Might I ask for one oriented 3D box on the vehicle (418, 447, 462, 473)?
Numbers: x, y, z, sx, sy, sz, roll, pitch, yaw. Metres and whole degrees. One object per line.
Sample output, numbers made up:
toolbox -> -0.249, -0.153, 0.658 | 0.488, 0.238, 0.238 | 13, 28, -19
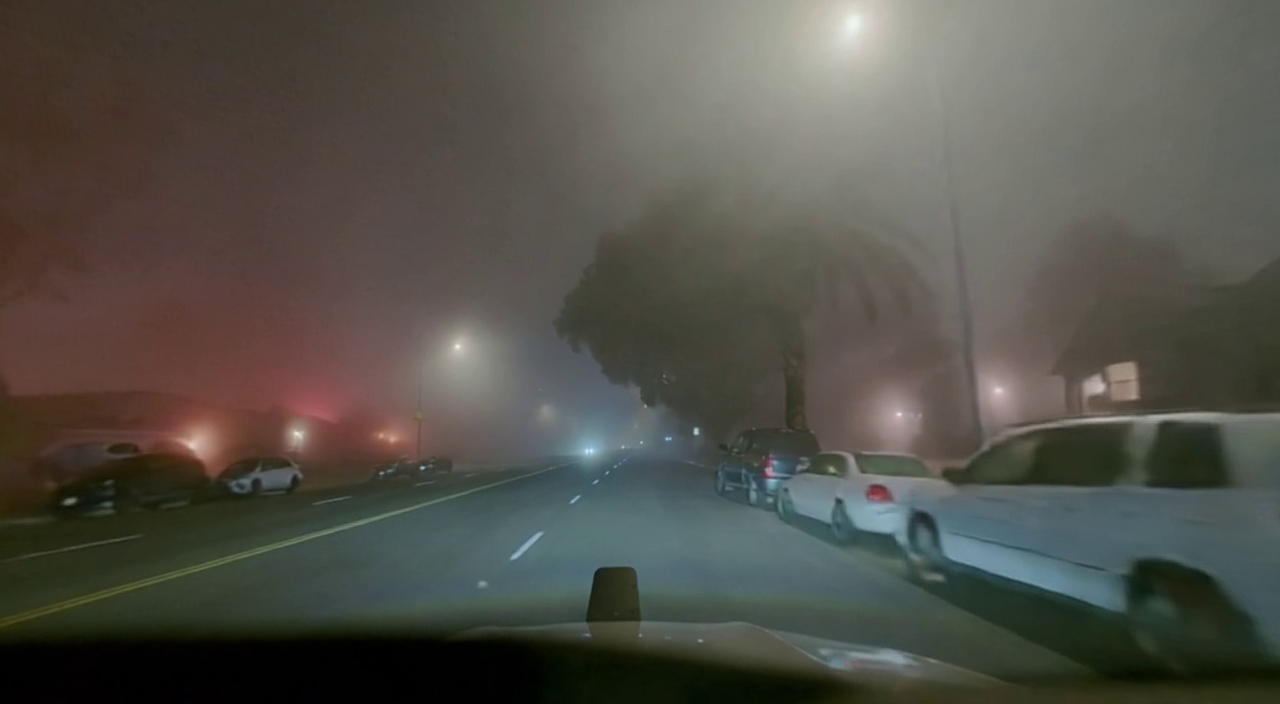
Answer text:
vehicle -> -14.397, 7.760, 45.707 | 1.890, 1.568, 4.444 | -2, -7, -2

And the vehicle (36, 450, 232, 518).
vehicle -> -13.761, 3.559, 17.628 | 1.970, 1.525, 4.420 | 0, -7, -3

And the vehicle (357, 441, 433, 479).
vehicle -> -14.145, 6.240, 36.923 | 2.245, 1.904, 5.805 | -1, -7, -2

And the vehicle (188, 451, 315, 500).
vehicle -> -13.891, 4.394, 22.924 | 1.916, 1.459, 4.222 | -1, -8, 0

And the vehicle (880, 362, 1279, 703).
vehicle -> 3.679, 1.186, 4.559 | 2.010, 1.696, 4.613 | 0, -9, -1
